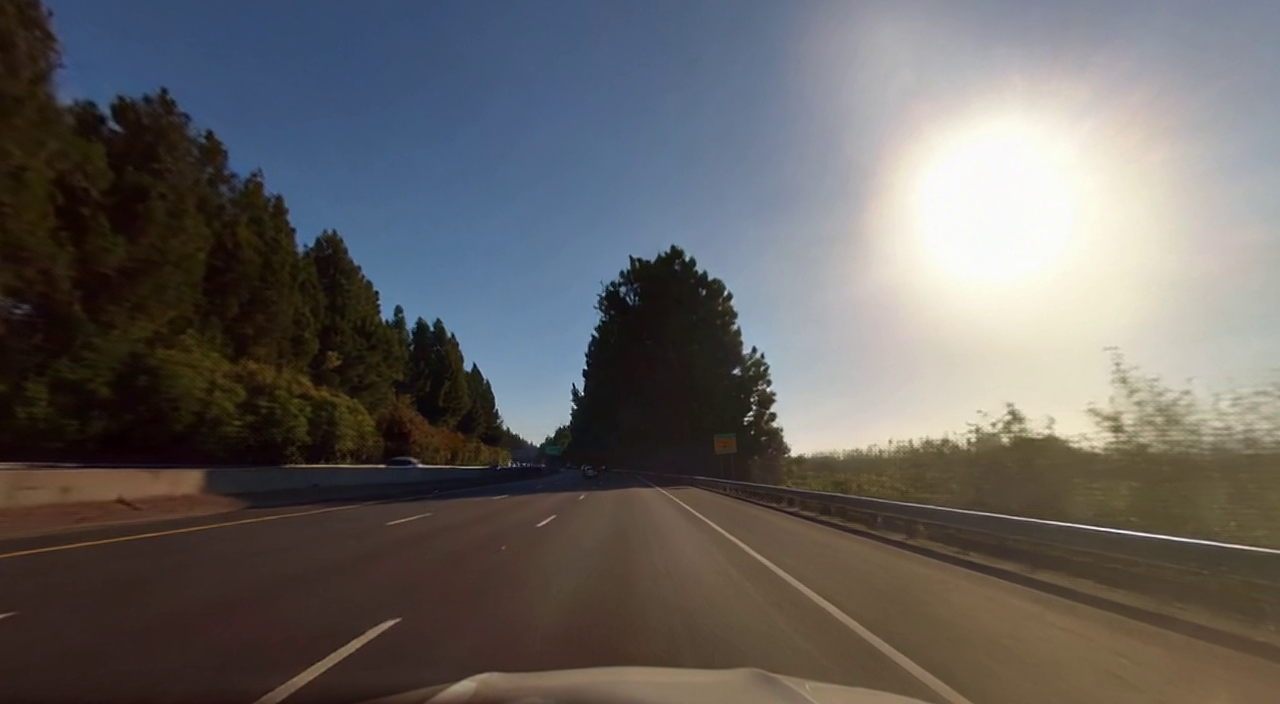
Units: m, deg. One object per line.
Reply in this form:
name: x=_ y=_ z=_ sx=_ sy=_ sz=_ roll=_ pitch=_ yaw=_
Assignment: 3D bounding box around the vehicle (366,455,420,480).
vehicle: x=-17.548 y=8.243 z=45.053 sx=2.041 sy=1.667 sz=4.698 roll=1 pitch=-10 yaw=-1
